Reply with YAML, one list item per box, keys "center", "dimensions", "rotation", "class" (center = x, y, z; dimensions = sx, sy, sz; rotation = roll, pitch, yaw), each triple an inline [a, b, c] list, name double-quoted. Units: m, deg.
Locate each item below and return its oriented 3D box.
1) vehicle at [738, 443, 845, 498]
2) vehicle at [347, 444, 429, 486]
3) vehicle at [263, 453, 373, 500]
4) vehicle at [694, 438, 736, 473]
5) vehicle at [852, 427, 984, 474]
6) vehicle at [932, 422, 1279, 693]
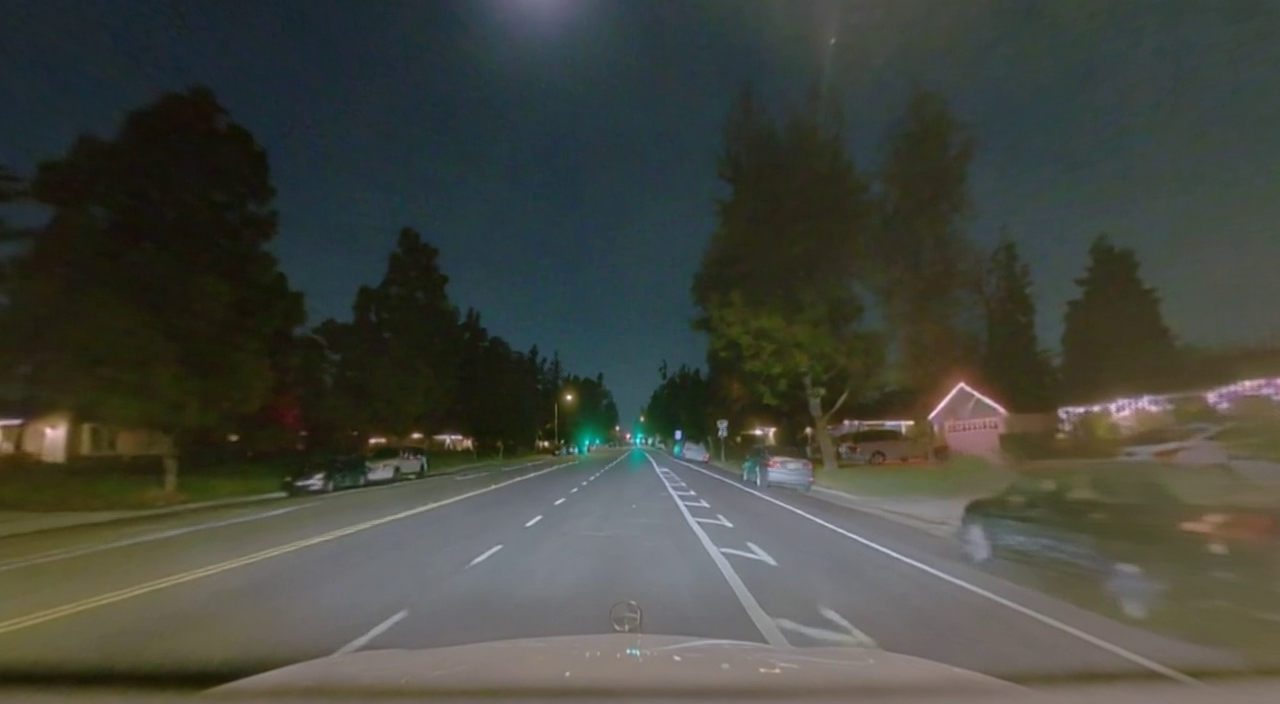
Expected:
- center: [4.647, 3.700, 20.285]
  dimensions: [2.035, 1.498, 4.910]
  rotation: [0, -8, -2]
  class: "vehicle"
- center: [-12.628, 5.669, 32.073]
  dimensions: [2.075, 1.917, 4.984]
  rotation: [-1, -9, 0]
  class: "vehicle"
- center: [-12.640, 4.868, 25.202]
  dimensions: [1.925, 1.498, 4.850]
  rotation: [-4, -9, -1]
  class: "vehicle"
- center: [4.401, 6.104, 37.749]
  dimensions: [2.074, 1.838, 5.402]
  rotation: [1, -8, 3]
  class: "vehicle"
- center: [12.402, 4.387, 28.428]
  dimensions: [4.825, 1.675, 2.184]
  rotation: [-4, -7, -2]
  class: "vehicle"
- center: [4.759, 1.590, 5.808]
  dimensions: [1.934, 1.546, 5.009]
  rotation: [3, -9, 2]
  class: "vehicle"
